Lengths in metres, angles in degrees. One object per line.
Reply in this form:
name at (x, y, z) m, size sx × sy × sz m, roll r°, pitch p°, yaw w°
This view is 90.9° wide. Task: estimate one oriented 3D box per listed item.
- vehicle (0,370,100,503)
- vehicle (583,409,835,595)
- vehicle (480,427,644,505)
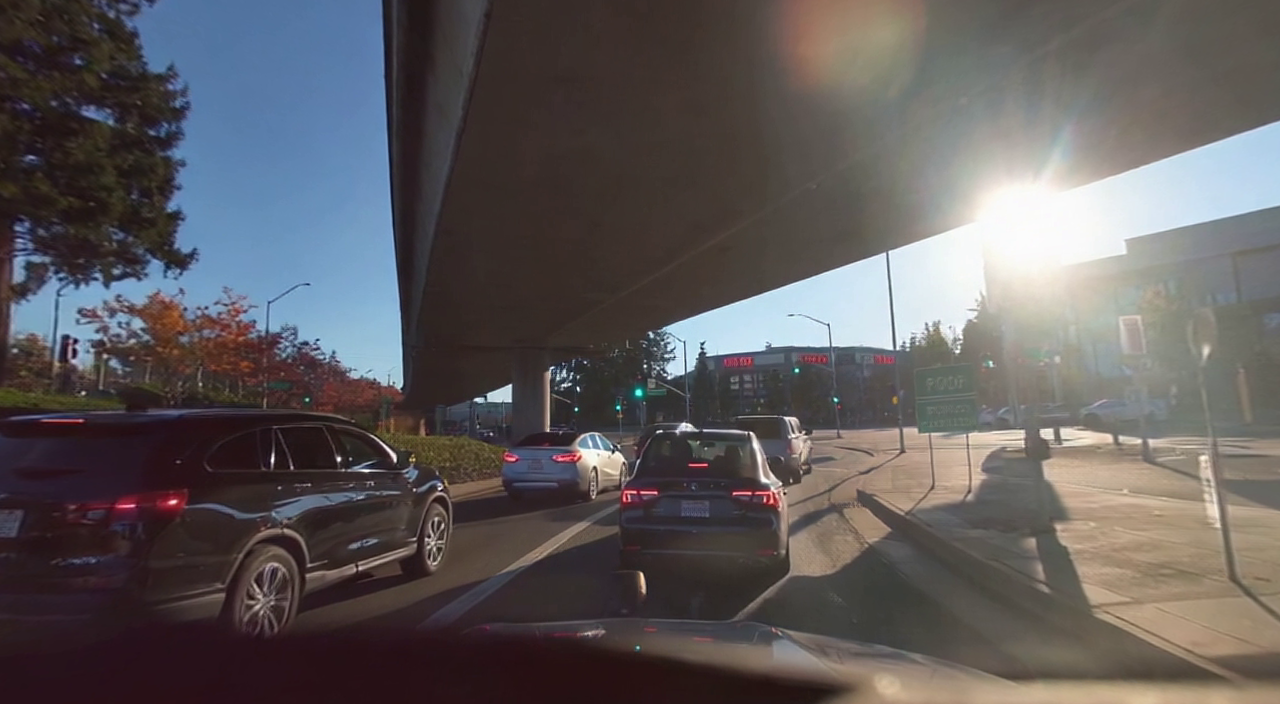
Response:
vehicle at (-24.412, 2.632, 18.272) m, size 13.064 × 3.755 × 3.269 m, roll 0°, pitch -8°, yaw -13°
vehicle at (0.919, 1.624, 7.751) m, size 2.195 × 1.571 × 4.353 m, roll -2°, pitch -8°, yaw 9°
vehicle at (-1.579, 2.607, 14.929) m, size 2.214 × 1.519 × 4.704 m, roll -3°, pitch -9°, yaw 15°
